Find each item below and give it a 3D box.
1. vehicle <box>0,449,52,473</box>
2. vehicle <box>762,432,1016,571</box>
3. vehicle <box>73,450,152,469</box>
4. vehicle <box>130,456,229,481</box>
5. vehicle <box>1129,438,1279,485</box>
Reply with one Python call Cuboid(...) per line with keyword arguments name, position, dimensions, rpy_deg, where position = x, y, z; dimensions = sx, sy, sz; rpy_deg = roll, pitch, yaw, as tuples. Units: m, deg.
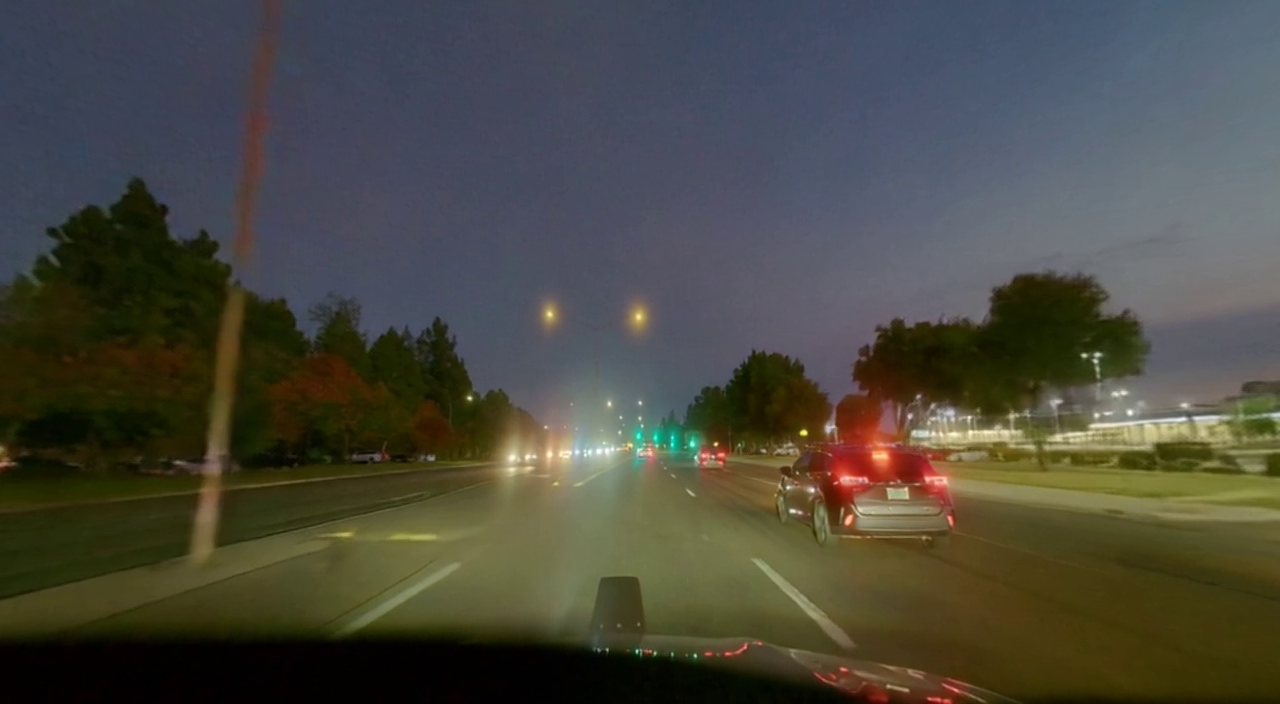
Cuboid(name="vehicle", position=(-42.400, 7.259, 41.844), dimensions=(4.363, 1.505, 1.984), rpy_deg=(0, -9, 0))
Cuboid(name="vehicle", position=(3.164, 1.976, 9.145), dimensions=(1.935, 1.501, 4.384), rpy_deg=(0, -9, 0))
Cuboid(name="vehicle", position=(-41.731, 8.500, 49.731), dimensions=(4.434, 1.472, 1.915), rpy_deg=(0, -9, 0))
Cuboid(name="vehicle", position=(-29.244, 7.376, 39.947), dimensions=(4.707, 1.474, 1.964), rpy_deg=(0, -9, 1))
Cuboid(name="vehicle", position=(19.913, 3.750, 21.678), dimensions=(4.255, 1.537, 2.037), rpy_deg=(0, -9, 1))
